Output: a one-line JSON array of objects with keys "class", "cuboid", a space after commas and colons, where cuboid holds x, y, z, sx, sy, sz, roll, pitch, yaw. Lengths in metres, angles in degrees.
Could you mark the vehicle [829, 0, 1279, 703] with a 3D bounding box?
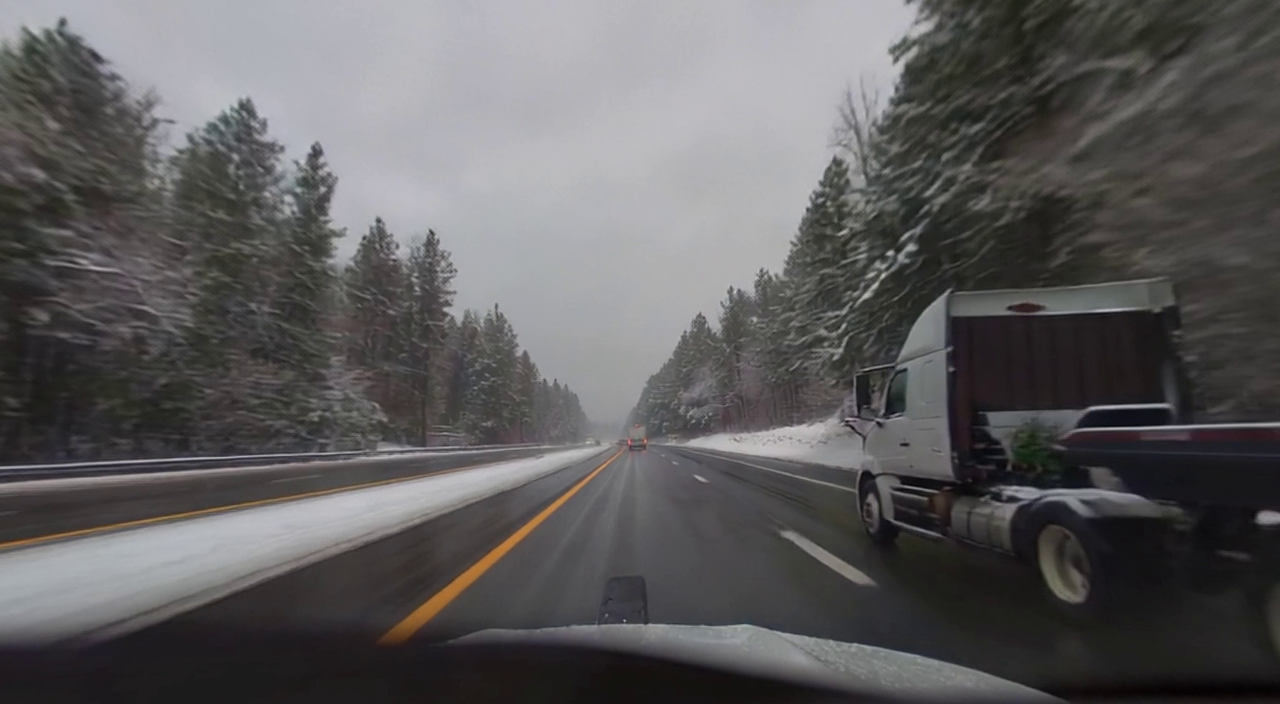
[{"class": "vehicle", "cuboid": [4.249, 0.282, 4.488, 3.013, 3.462, 8.956, 0, -8, 0]}]
